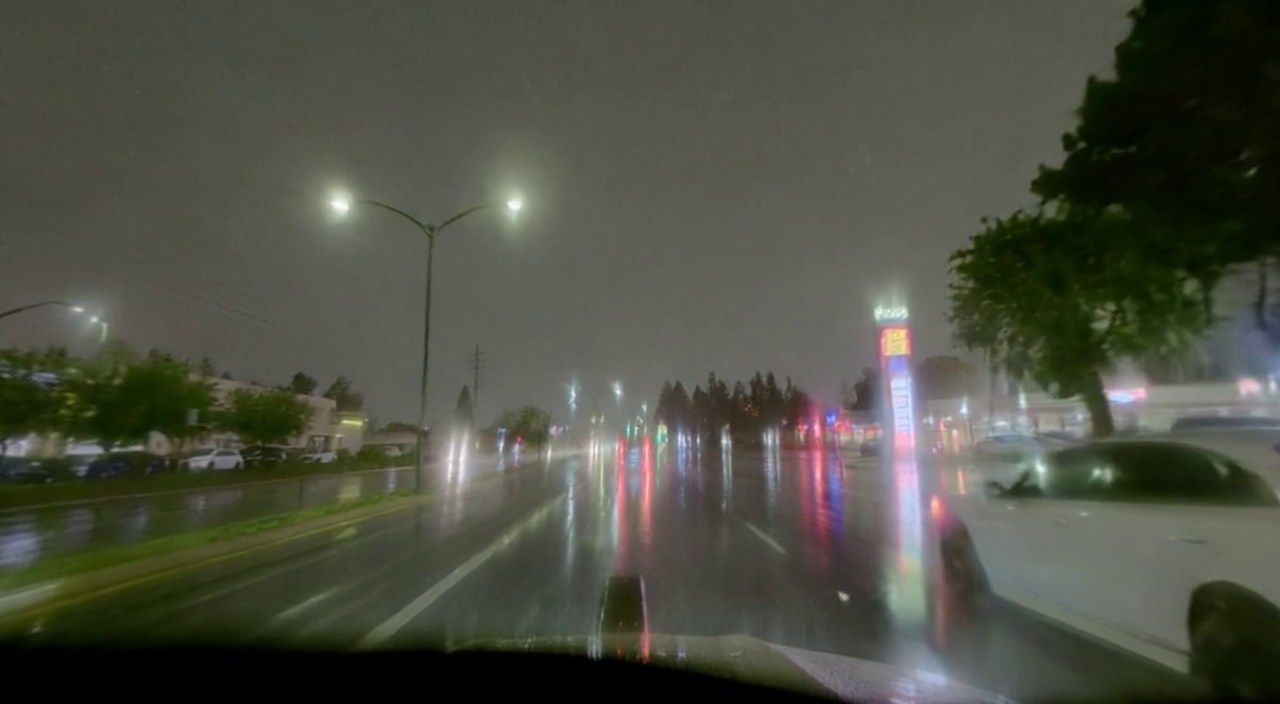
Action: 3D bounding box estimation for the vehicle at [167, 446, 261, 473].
[{"bbox_3d":[-27.264,6.877,40.386,4.519,1.712,1.932,0,-9,0],"label":"vehicle"}]

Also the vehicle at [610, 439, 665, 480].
[{"bbox_3d":[-0.127,4.202,24.824,1.998,1.452,3.773,0,-9,-1],"label":"vehicle"}]

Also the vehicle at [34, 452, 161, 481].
[{"bbox_3d":[-27.512,5.802,32.029,4.644,1.437,1.827,0,-9,-2],"label":"vehicle"}]

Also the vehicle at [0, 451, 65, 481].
[{"bbox_3d":[-32.720,5.847,32.526,1.950,1.466,4.704,1,-9,-6],"label":"vehicle"}]

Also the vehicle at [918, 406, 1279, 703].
[{"bbox_3d":[3.839,1.129,3.767,2.153,1.456,4.705,0,-9,-1],"label":"vehicle"}]
